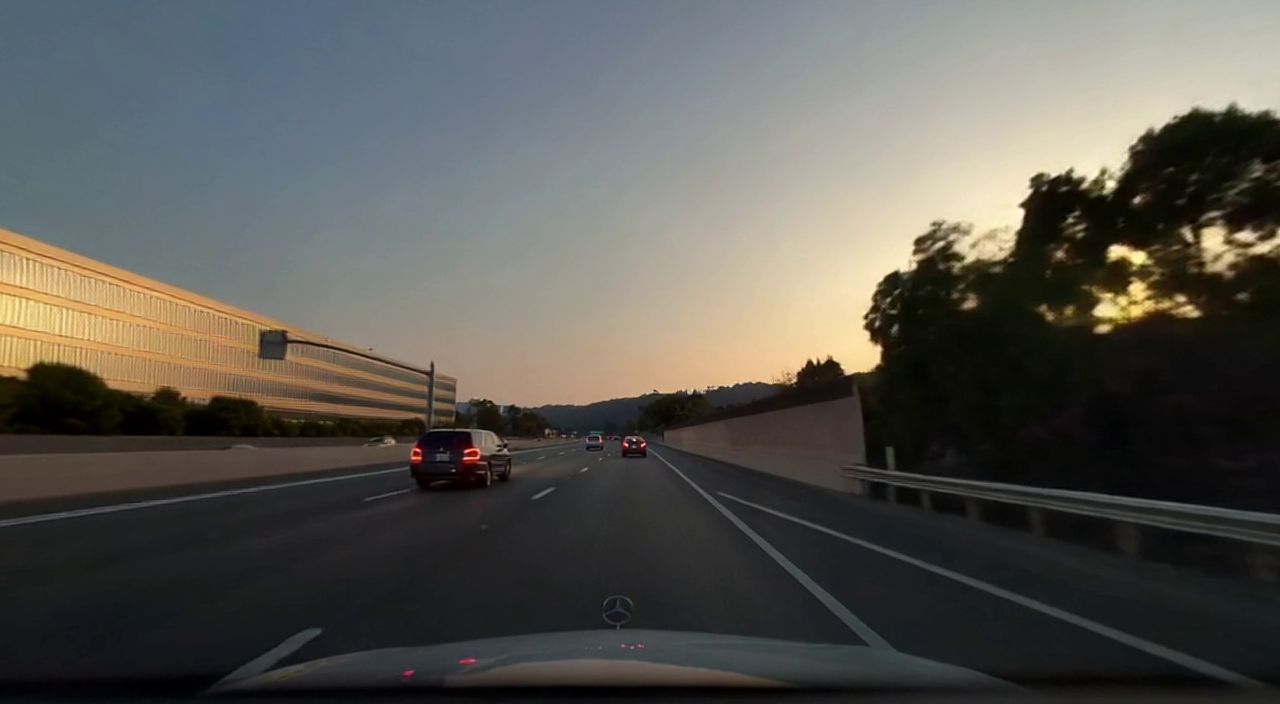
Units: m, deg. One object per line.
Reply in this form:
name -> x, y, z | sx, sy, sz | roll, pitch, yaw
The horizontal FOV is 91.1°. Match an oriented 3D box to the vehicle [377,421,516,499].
vehicle -> -4.504, 2.582, 15.476 | 2.036, 1.612, 4.510 | 0, -8, -1

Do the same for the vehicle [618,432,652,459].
vehicle -> -0.343, 6.002, 40.607 | 2.036, 1.637, 4.009 | 0, -8, -1
